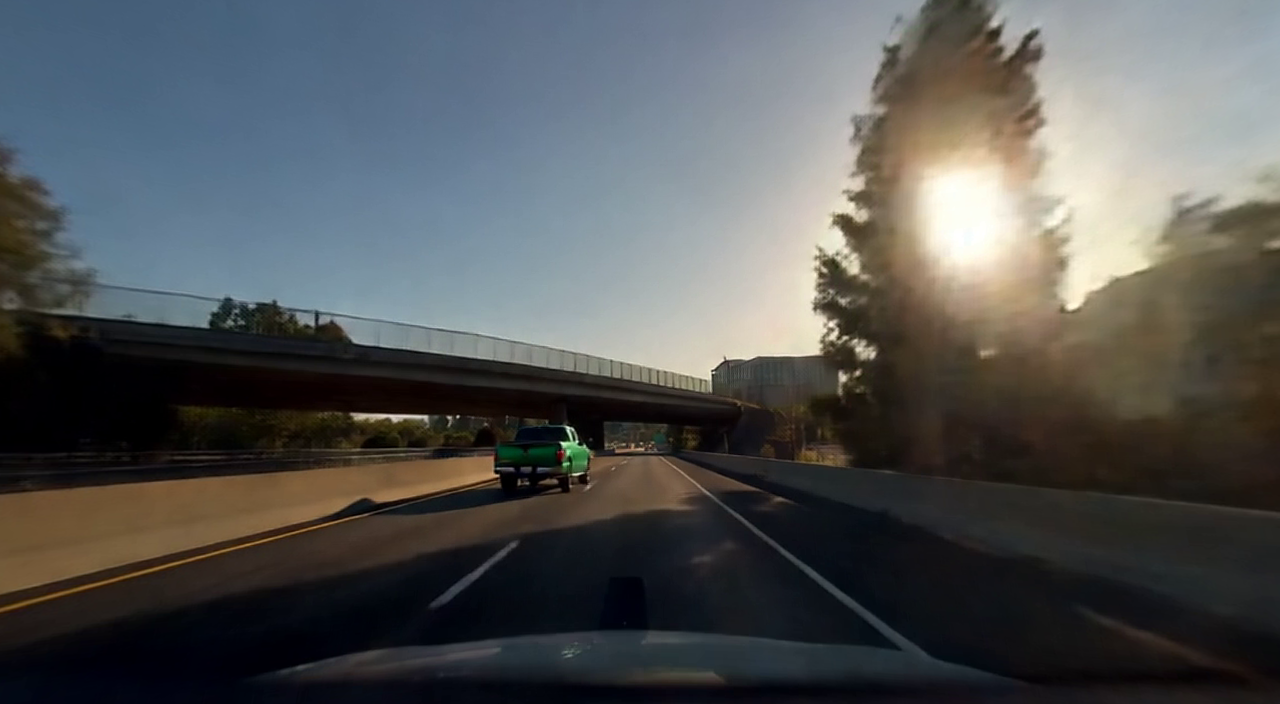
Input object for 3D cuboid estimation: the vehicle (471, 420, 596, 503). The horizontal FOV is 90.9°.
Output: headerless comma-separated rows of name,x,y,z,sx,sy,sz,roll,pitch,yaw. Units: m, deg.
vehicle,-2.678,2.973,17.577,2.350,1.932,5.562,-1,-8,2
